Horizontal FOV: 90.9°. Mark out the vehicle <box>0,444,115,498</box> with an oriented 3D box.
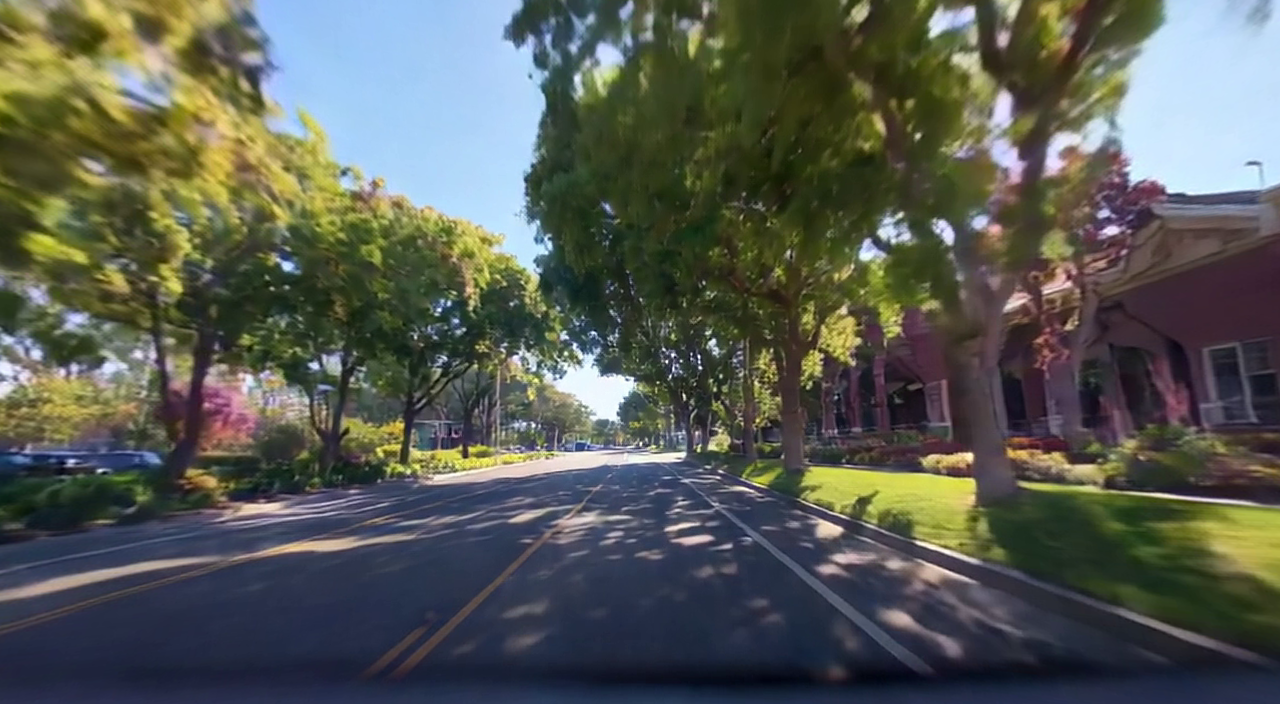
[{"bbox_3d":[-19.435,3.637,19.451,4.606,1.544,1.965,0,-8,-1],"label":"vehicle"}]
